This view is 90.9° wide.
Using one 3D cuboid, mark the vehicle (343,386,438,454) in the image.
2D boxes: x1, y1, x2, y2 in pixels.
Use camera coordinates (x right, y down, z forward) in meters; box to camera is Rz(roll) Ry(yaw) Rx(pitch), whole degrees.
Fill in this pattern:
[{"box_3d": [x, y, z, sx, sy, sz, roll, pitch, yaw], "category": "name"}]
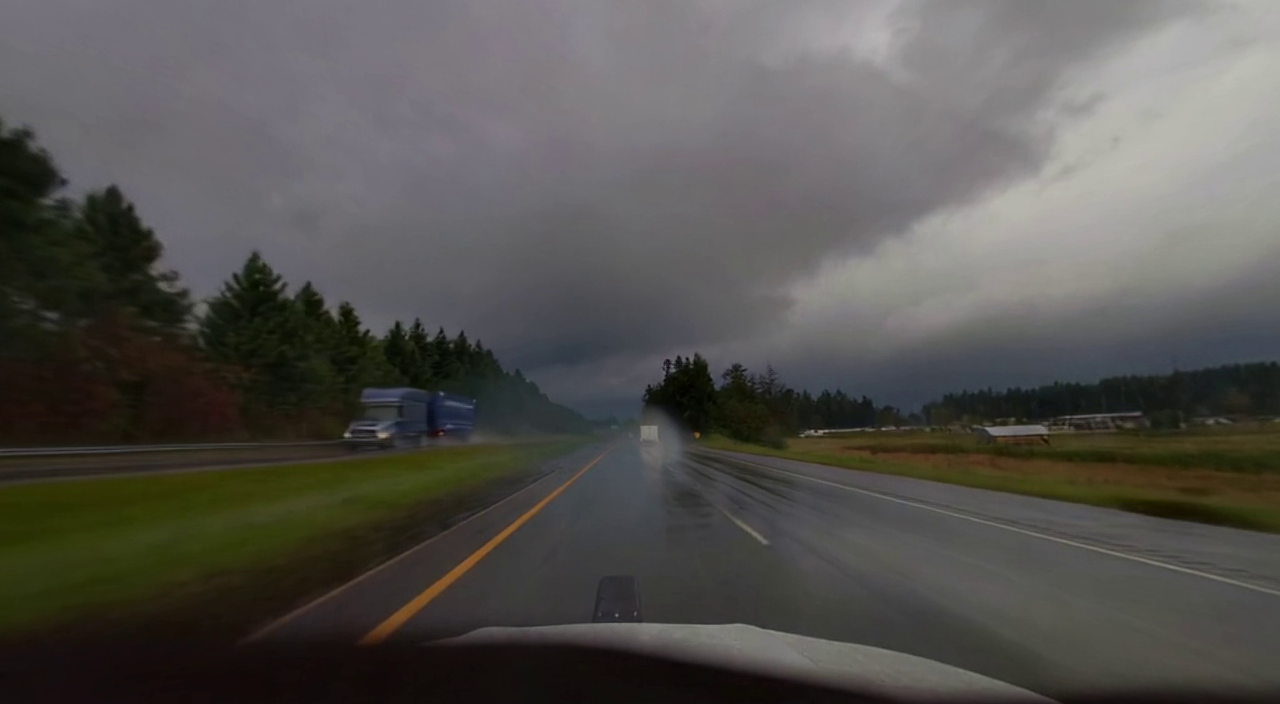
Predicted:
[{"box_3d": [-13.879, 3.919, 35.700, 2.970, 3.532, 5.981, 0, -8, -1], "category": "vehicle"}]
